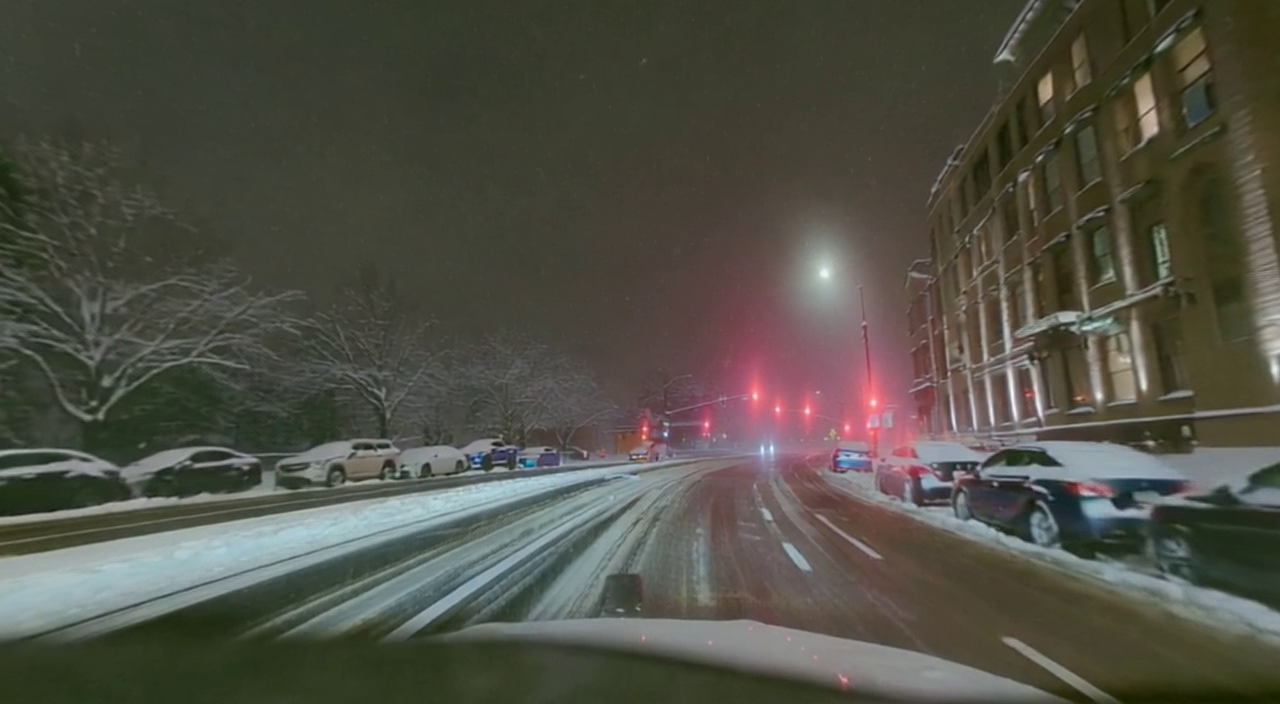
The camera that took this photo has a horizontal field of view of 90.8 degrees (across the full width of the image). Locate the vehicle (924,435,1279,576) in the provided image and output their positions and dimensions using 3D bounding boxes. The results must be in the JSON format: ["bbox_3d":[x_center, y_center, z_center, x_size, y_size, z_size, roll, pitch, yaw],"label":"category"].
[{"bbox_3d":[6.096,2.037,9.245,1.876,1.466,4.943,-1,-9,4],"label":"vehicle"}]

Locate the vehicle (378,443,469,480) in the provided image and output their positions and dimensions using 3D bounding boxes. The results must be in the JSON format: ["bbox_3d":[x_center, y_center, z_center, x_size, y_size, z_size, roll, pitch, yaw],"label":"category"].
[{"bbox_3d":[-9.602,4.874,28.438,1.830,1.497,4.436,-2,-9,11],"label":"vehicle"}]

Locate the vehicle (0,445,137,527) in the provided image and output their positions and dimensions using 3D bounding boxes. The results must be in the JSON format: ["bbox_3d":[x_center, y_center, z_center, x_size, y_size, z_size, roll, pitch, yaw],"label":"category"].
[{"bbox_3d":[-12.303,2.462,11.783,1.841,1.444,4.554,-1,-8,5],"label":"vehicle"}]

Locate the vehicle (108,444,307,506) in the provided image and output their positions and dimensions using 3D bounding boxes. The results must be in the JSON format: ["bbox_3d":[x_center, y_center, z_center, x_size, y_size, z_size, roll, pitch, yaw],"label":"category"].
[{"bbox_3d":[-11.678,3.311,17.588,1.811,1.459,4.702,-1,-8,7],"label":"vehicle"}]

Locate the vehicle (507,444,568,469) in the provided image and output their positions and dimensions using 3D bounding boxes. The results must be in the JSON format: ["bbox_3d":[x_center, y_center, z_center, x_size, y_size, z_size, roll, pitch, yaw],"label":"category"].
[{"bbox_3d":[-6.375,6.562,39.982,1.894,1.493,4.902,-2,-9,16],"label":"vehicle"}]

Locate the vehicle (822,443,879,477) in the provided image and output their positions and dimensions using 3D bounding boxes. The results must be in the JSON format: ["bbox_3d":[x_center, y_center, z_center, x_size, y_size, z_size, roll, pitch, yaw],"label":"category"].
[{"bbox_3d":[10.027,5.135,30.512,2.010,1.473,5.353,-2,-9,12],"label":"vehicle"}]

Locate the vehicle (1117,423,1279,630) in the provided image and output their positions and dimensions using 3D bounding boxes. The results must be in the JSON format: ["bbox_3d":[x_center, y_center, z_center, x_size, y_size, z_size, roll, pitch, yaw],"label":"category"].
[{"bbox_3d":[5.768,1.242,4.220,1.883,1.550,4.286,0,-8,2],"label":"vehicle"}]

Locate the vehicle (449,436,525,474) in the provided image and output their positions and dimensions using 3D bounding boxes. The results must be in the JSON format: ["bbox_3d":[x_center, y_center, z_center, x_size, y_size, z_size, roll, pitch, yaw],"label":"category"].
[{"bbox_3d":[-8.143,5.519,34.160,2.083,1.882,4.642,-2,-9,13],"label":"vehicle"}]

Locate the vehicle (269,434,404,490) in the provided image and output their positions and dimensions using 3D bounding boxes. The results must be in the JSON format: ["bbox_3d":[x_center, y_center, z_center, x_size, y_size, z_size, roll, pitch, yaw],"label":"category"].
[{"bbox_3d":[-10.680,3.884,22.767,1.933,1.759,5.002,-1,-8,6],"label":"vehicle"}]
